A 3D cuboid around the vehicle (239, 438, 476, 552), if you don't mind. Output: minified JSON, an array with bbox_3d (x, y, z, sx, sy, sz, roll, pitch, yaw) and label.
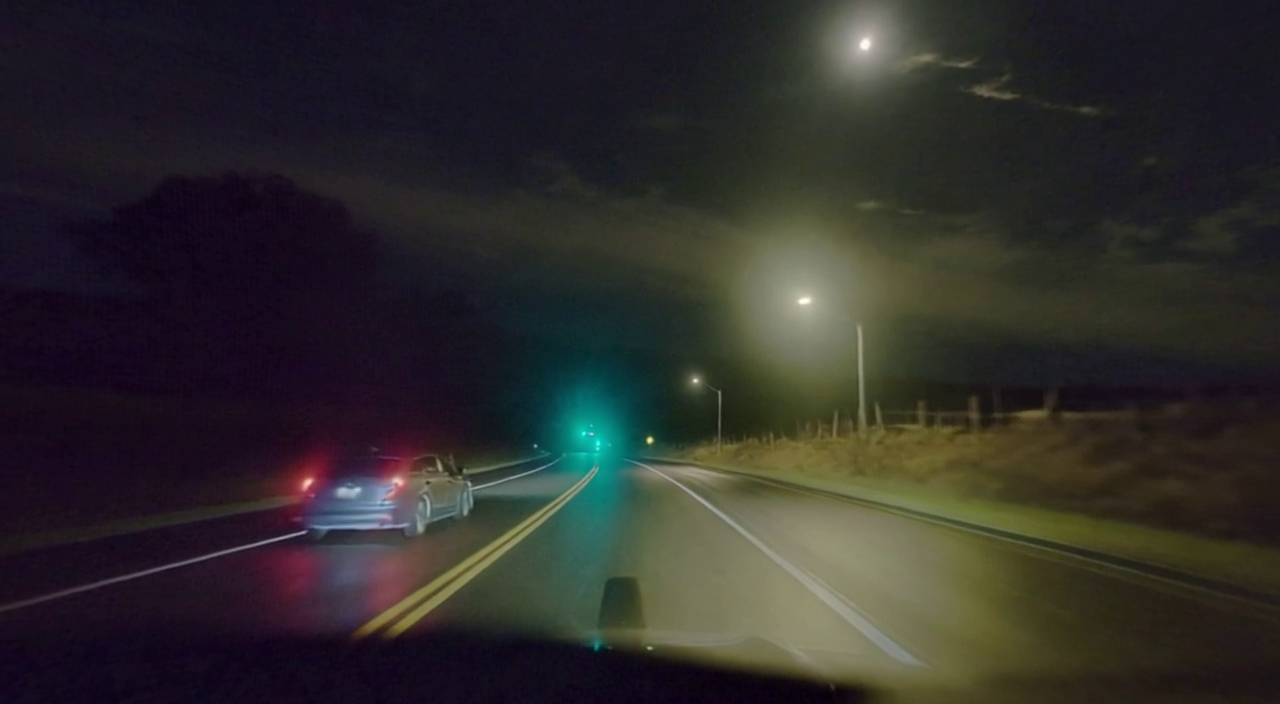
[{"bbox_3d":[-4.387,2.264,10.743,1.968,1.503,4.443,0,-9,0],"label":"vehicle"}]
